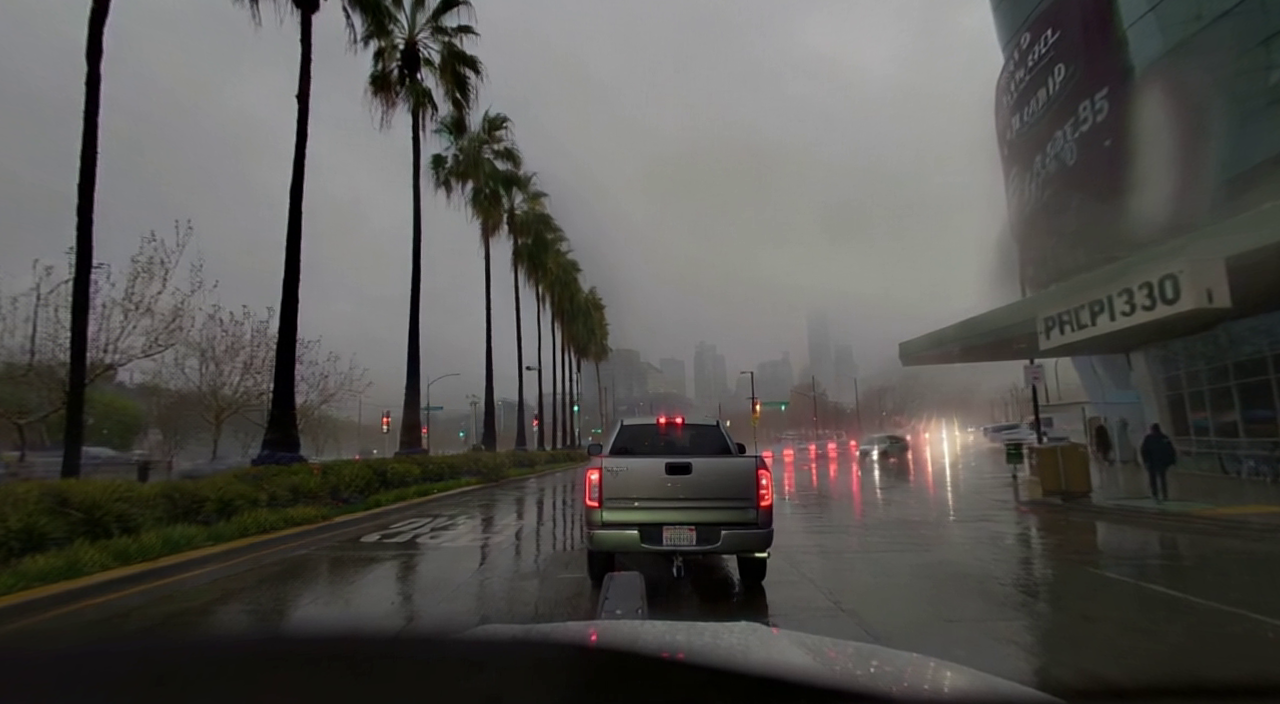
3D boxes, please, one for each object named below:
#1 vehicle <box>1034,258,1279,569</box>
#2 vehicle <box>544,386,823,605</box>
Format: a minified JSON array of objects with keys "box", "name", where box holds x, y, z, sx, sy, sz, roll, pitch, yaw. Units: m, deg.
[{"box":[7.857,0.843,8.560,2.666,3.345,3.622,-3,-9,7],"name":"vehicle"},{"box":[0.400,1.588,7.972,2.311,1.819,5.255,0,-8,1],"name":"vehicle"}]
